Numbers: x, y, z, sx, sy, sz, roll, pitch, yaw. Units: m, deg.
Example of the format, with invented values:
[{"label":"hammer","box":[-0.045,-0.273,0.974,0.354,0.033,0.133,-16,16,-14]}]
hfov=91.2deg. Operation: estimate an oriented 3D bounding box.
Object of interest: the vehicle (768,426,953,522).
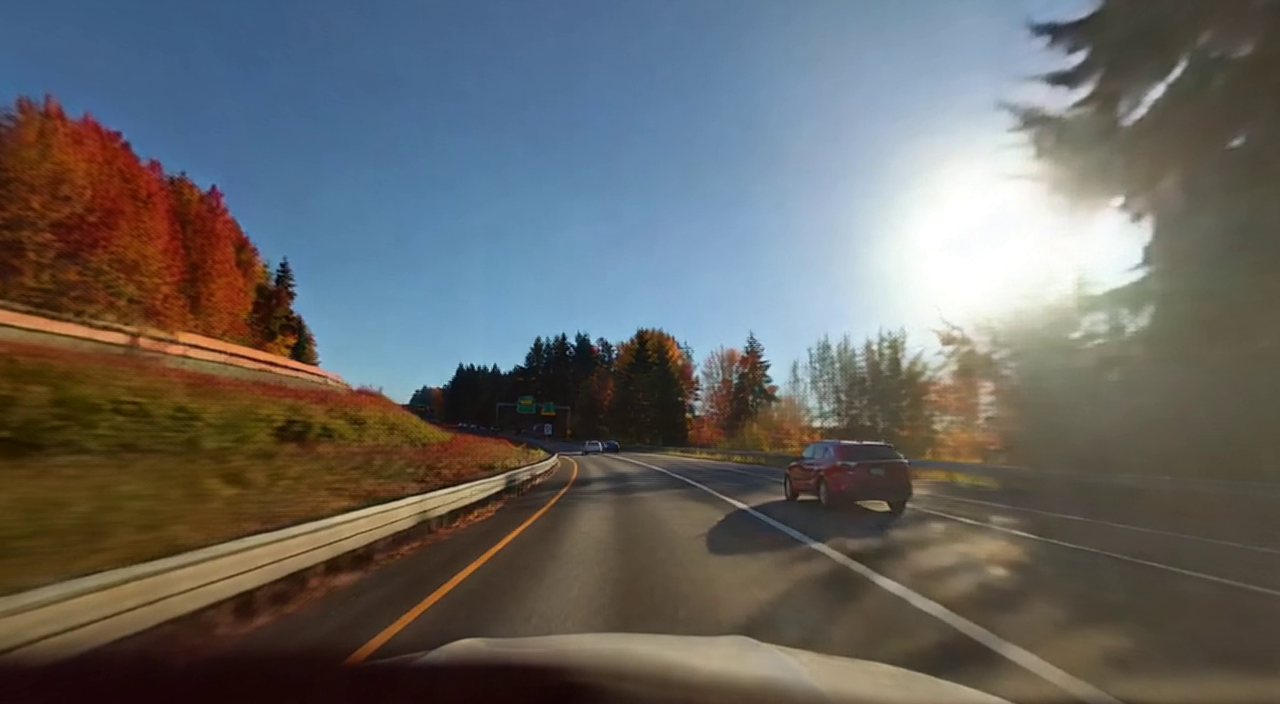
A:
[{"label":"vehicle","box":[4.052,2.319,12.367,1.952,1.536,4.036,0,-9,-3]}]
